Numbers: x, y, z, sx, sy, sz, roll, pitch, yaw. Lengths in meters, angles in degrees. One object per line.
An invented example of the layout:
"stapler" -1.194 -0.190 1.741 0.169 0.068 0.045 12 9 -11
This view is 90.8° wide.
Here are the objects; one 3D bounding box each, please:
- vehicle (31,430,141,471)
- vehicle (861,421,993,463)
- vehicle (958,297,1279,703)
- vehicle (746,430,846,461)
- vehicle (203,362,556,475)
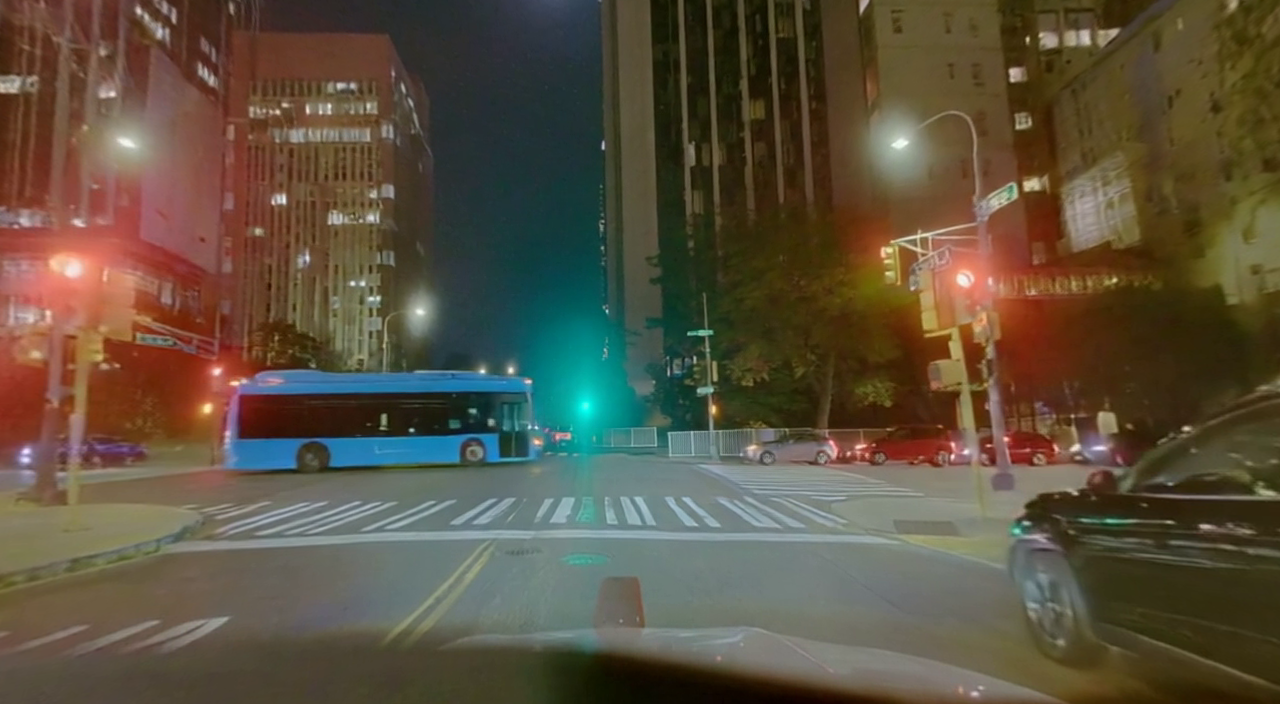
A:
"vehicle" -28.246 4.992 32.246 4.145 1.585 1.727 -5 -3 2
"vehicle" 14.055 4.464 31.203 5.450 1.844 2.011 -2 -9 2
"vehicle" 3.530 0.774 2.582 2.052 1.929 4.747 -1 -8 2
"vehicle" 7.670 4.642 31.377 4.451 1.422 1.744 0 -8 0
"vehicle" -8.413 2.307 21.448 10.621 3.479 3.025 -1 -8 2
